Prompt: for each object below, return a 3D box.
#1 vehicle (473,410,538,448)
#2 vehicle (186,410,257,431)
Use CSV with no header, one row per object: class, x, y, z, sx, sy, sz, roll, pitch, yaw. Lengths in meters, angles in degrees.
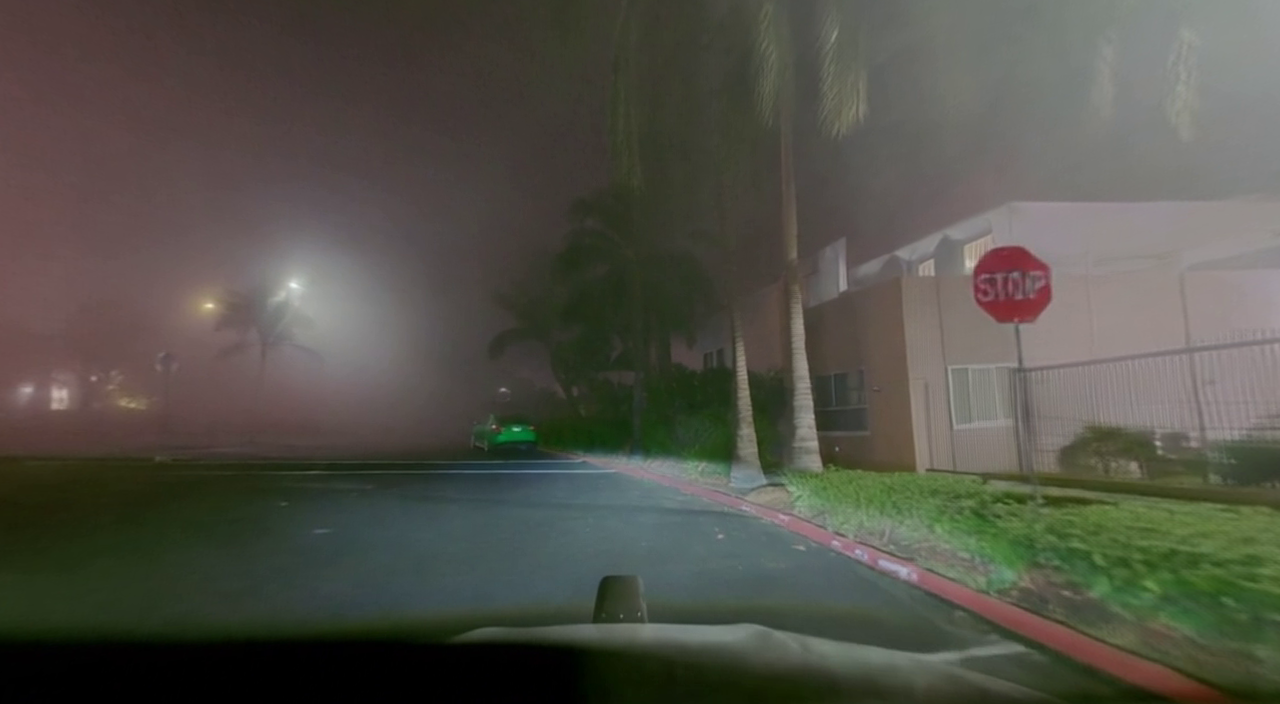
vehicle,-6.633,3.807,30.783,2.071,1.700,4.367,4,-9,-25
vehicle,-32.994,5.431,49.860,4.457,1.552,1.748,6,-10,-38
